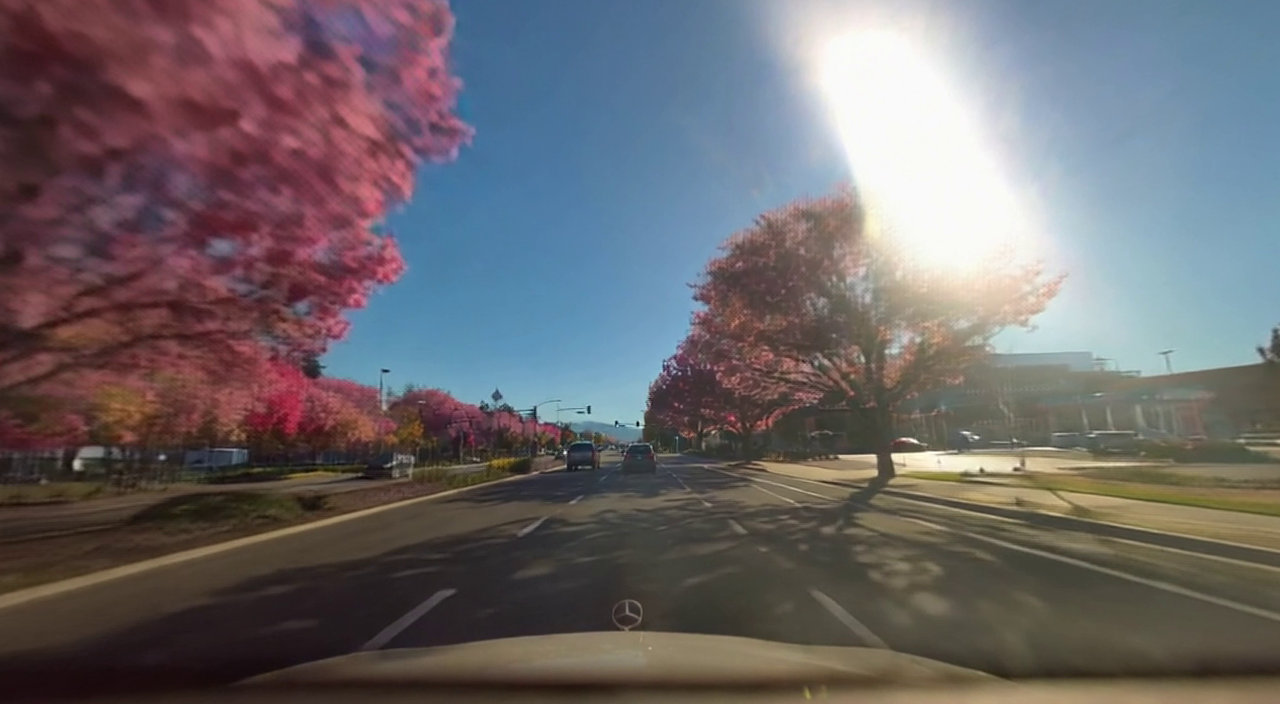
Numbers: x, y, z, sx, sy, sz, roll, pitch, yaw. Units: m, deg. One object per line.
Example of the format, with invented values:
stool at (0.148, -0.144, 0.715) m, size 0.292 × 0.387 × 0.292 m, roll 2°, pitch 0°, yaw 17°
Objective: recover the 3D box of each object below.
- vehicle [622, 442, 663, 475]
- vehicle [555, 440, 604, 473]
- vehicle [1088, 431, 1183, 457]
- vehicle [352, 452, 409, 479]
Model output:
vehicle at (0.146, 5.967, 35.491) m, size 2.149 × 1.701 × 4.379 m, roll 0°, pitch -9°, yaw 0°
vehicle at (-3.551, 6.271, 38.053) m, size 2.453 × 1.844 × 4.751 m, roll 0°, pitch -9°, yaw 1°
vehicle at (29.808, 5.569, 37.990) m, size 1.832 × 1.421 × 4.597 m, roll -1°, pitch -8°, yaw -2°
vehicle at (-18.111, 7.910, 44.087) m, size 2.030 × 1.750 × 4.597 m, roll 0°, pitch -9°, yaw 0°
